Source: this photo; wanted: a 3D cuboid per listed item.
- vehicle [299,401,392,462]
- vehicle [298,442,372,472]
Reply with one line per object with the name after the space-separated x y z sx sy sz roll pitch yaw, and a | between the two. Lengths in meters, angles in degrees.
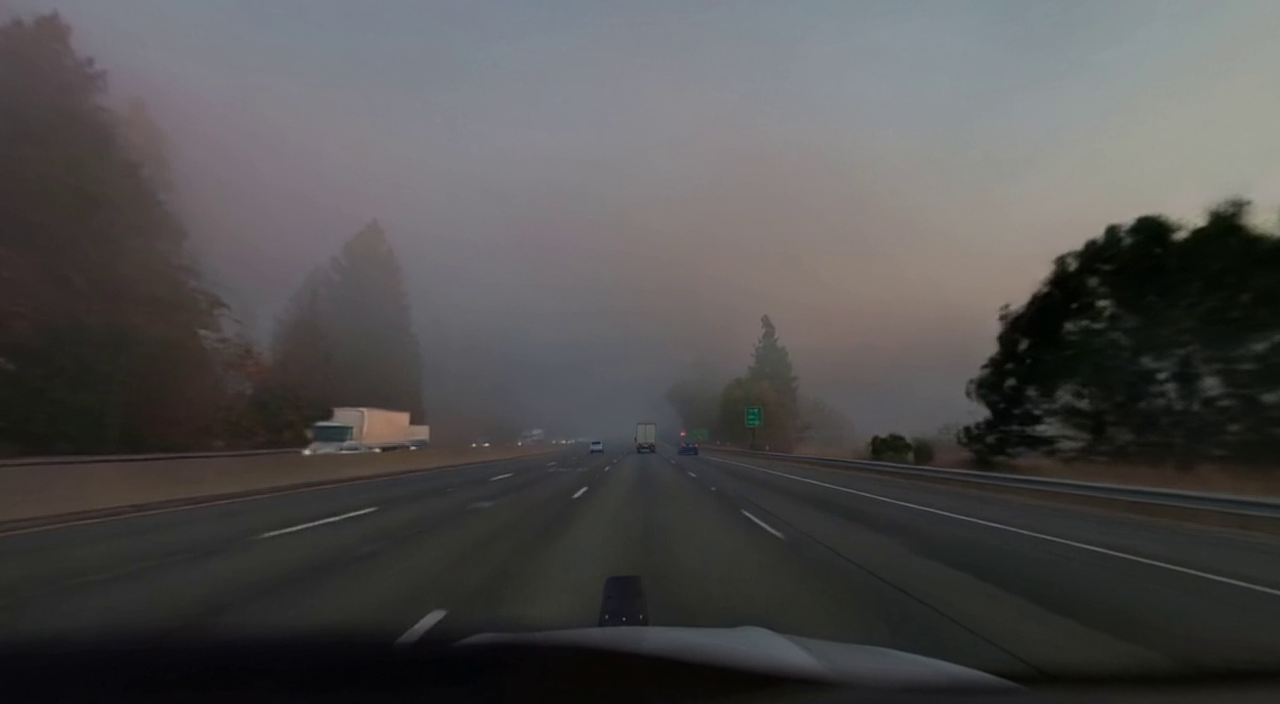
-19.449 5.363 42.072 2.981 3.720 6.191 0 -8 2 | vehicle
-15.417 5.308 32.048 1.717 1.410 4.033 0 -8 0 | vehicle
